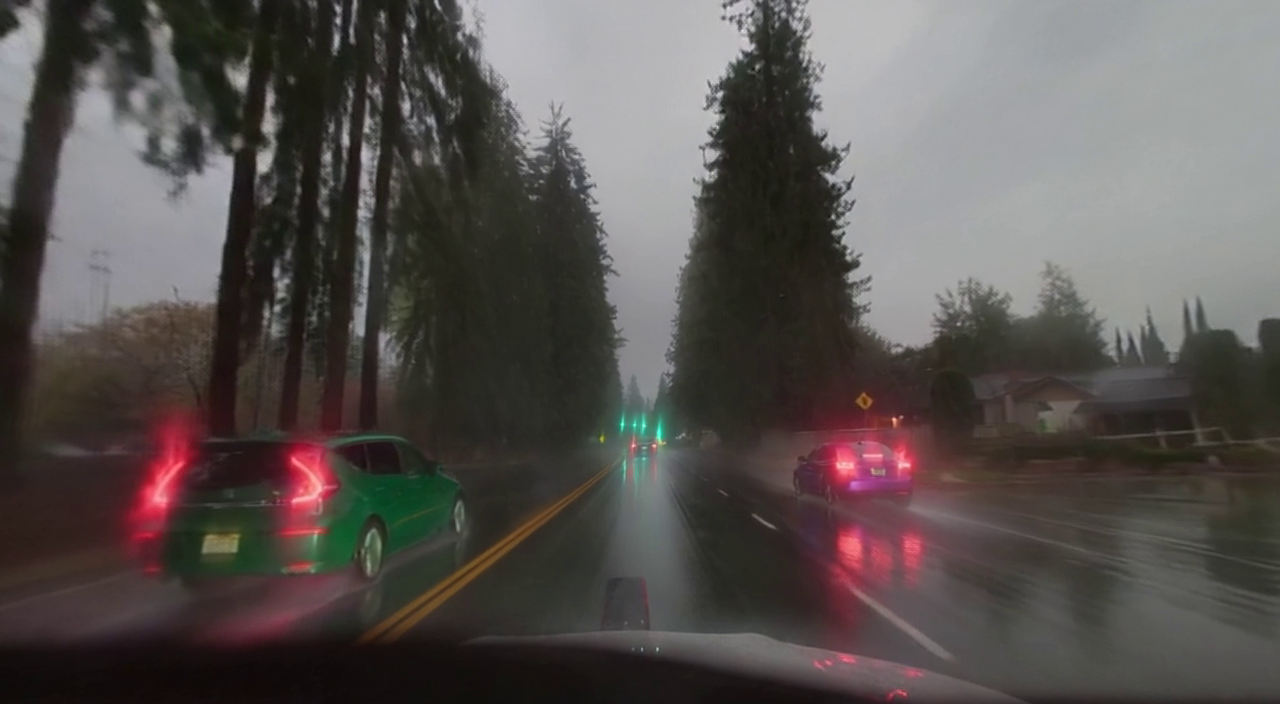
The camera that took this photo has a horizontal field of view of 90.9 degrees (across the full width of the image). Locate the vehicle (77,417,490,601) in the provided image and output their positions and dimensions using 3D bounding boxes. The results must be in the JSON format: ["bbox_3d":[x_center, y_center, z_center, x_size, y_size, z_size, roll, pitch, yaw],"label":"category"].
[{"bbox_3d":[-3.643,1.650,7.874,2.162,1.546,4.889,-1,-7,2],"label":"vehicle"}]

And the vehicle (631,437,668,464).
[{"bbox_3d":[0.629,6.256,40.464,2.206,1.525,4.695,-1,-7,2],"label":"vehicle"}]

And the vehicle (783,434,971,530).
[{"bbox_3d":[4.284,2.356,12.296,1.943,1.471,4.515,0,-7,0],"label":"vehicle"}]
